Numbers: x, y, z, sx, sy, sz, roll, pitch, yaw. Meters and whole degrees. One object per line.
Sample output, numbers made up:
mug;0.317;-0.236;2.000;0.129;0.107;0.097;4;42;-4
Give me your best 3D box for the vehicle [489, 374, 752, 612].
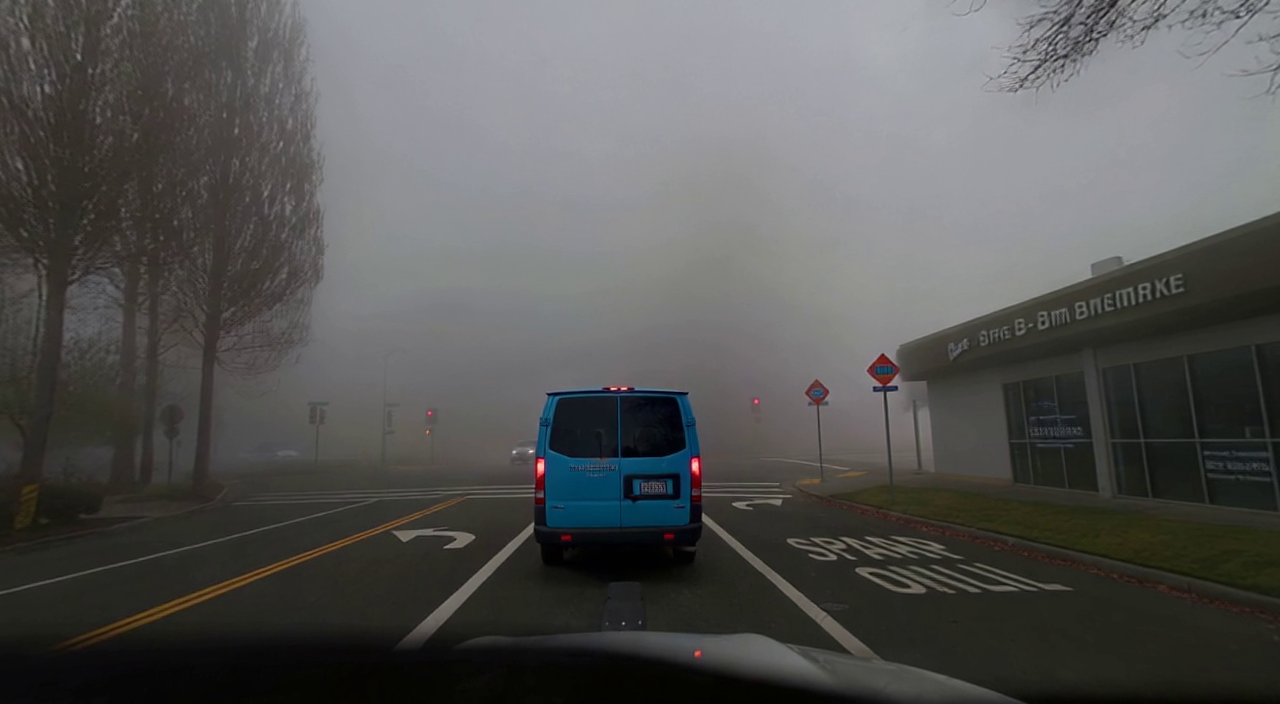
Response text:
vehicle;-0.289;1.466;7.295;2.181;1.949;3.932;1;-9;-4
